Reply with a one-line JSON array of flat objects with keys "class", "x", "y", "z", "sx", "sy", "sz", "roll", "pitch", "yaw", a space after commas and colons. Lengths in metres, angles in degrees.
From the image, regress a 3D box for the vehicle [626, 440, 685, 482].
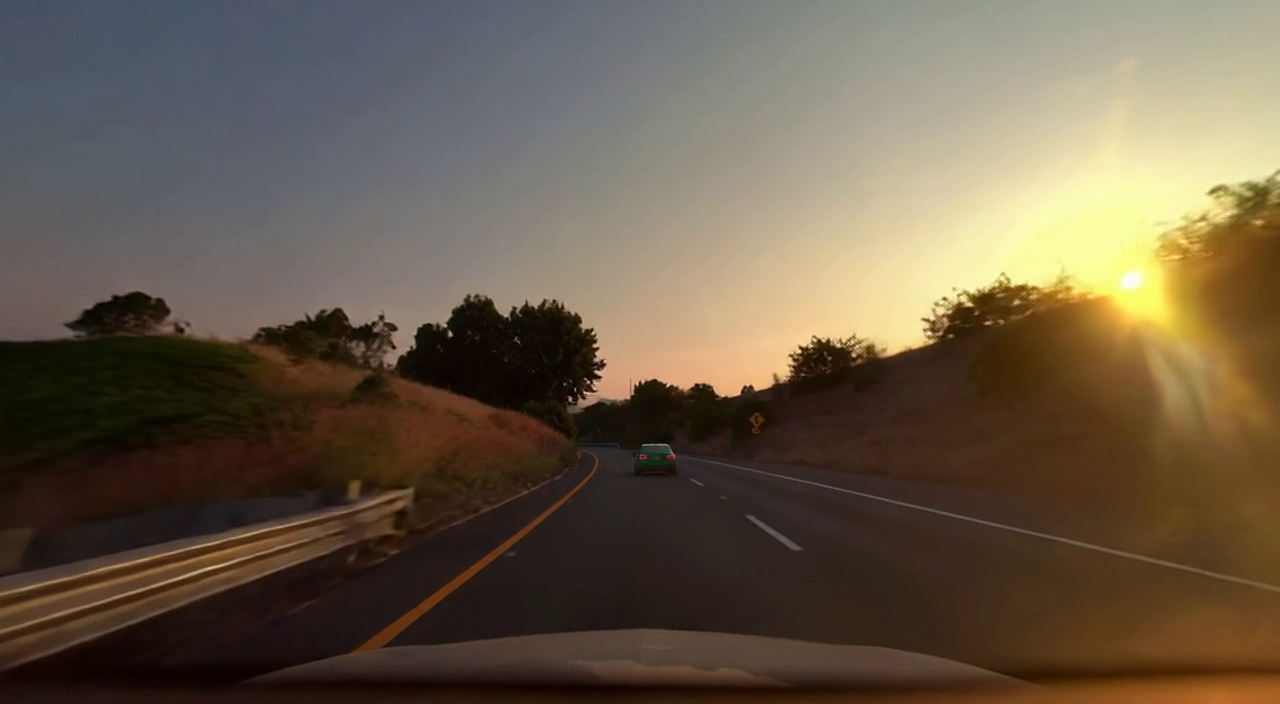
[{"class": "vehicle", "x": 0.508, "y": 4.237, "z": 24.793, "sx": 2.029, "sy": 1.474, "sz": 4.183, "roll": 0, "pitch": -9, "yaw": -2}]
